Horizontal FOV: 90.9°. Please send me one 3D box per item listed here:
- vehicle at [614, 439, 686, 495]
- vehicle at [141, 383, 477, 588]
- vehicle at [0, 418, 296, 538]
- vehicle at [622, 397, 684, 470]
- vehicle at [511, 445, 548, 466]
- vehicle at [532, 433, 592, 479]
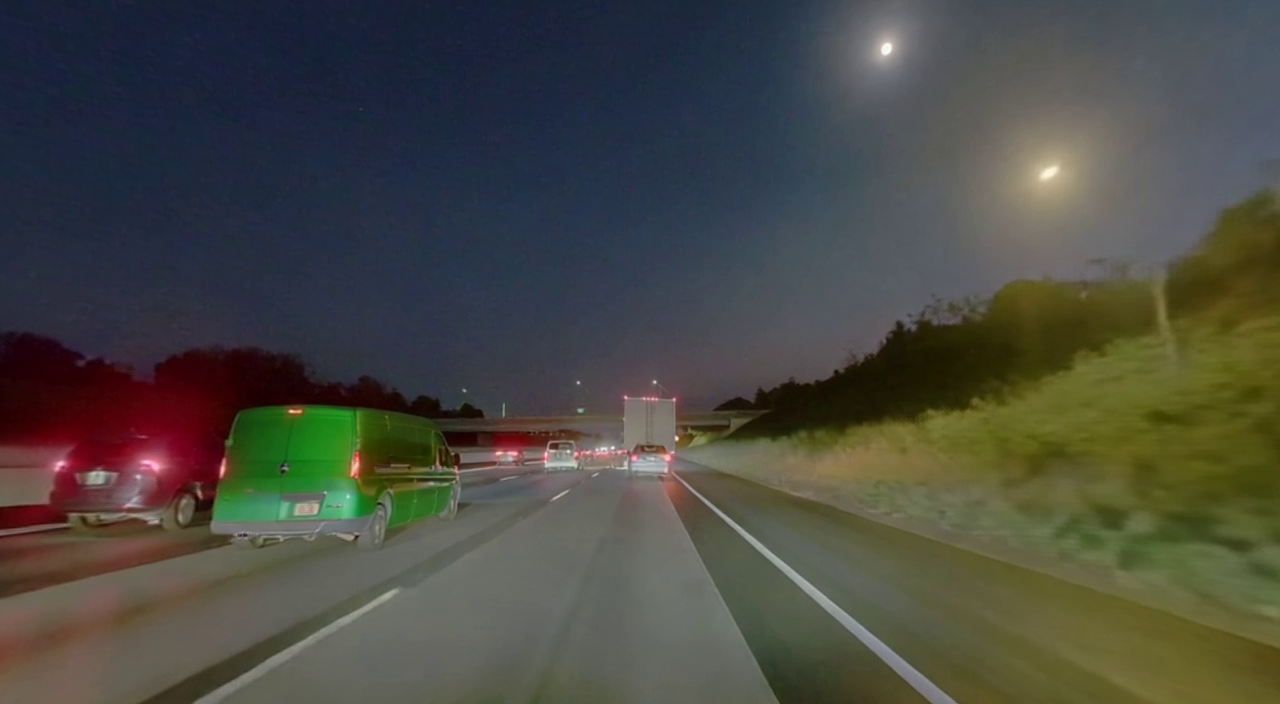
[{"bbox_3d":[0.281,3.446,19.160,1.991,1.507,3.391,0,-9,0],"label":"vehicle"},{"bbox_3d":[-3.581,1.538,7.877,1.951,1.882,3.979,0,-9,0],"label":"vehicle"},{"bbox_3d":[-8.318,2.113,11.059,2.093,1.675,4.233,0,-9,0],"label":"vehicle"},{"bbox_3d":[0.608,5.734,42.642,3.289,3.822,18.653,0,-9,0],"label":"vehicle"},{"bbox_3d":[-7.833,7.404,44.969,1.886,1.414,4.028,0,-9,1],"label":"vehicle"},{"bbox_3d":[-3.360,4.594,27.980,2.068,1.862,4.234,0,-9,1],"label":"vehicle"}]
